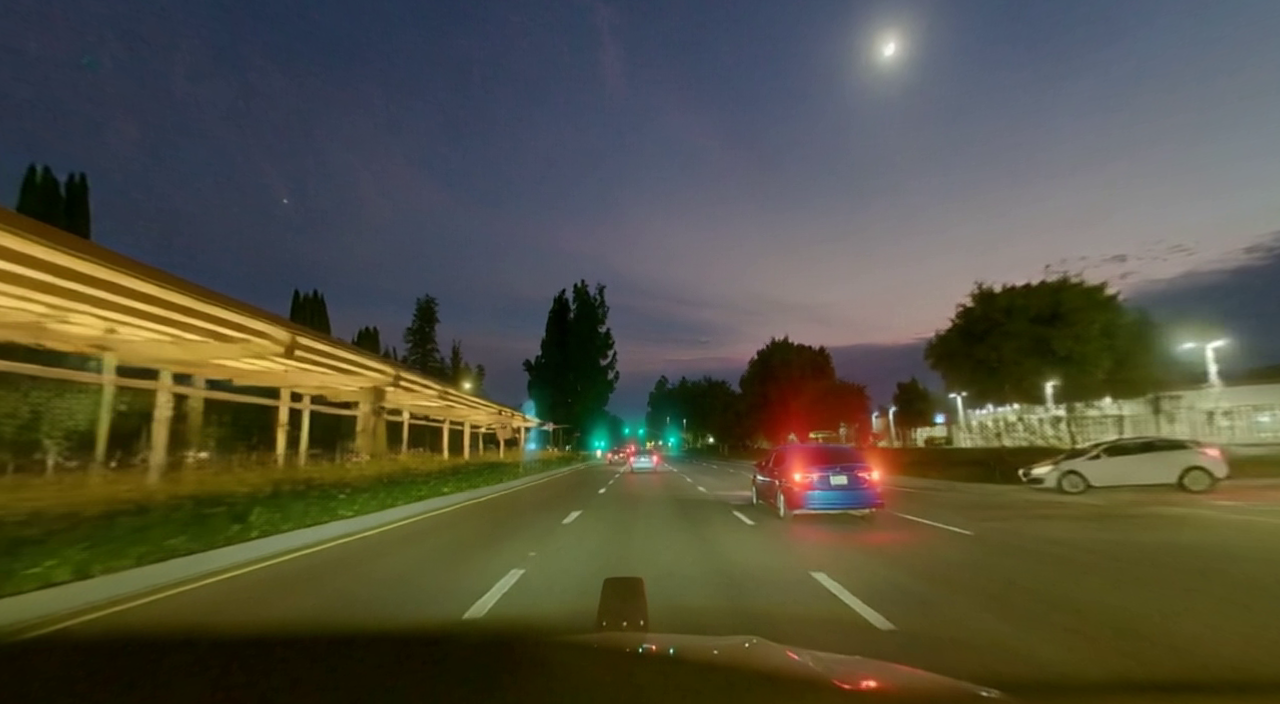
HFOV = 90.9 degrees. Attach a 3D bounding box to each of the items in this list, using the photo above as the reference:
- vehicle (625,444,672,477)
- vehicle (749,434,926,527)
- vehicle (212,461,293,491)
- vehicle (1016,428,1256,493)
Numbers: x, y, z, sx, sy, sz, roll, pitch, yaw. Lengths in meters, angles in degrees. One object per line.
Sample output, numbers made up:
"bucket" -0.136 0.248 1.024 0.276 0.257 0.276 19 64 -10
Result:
"vehicle" 0.400 5.286 30.933 2.144 1.505 4.128 0 -9 0
"vehicle" 3.597 2.418 12.464 2.067 1.497 4.327 0 -9 0
"vehicle" -21.130 6.759 34.598 1.708 1.455 4.281 0 -9 0
"vehicle" 13.857 3.076 18.005 4.718 1.686 2.272 -2 -9 12
